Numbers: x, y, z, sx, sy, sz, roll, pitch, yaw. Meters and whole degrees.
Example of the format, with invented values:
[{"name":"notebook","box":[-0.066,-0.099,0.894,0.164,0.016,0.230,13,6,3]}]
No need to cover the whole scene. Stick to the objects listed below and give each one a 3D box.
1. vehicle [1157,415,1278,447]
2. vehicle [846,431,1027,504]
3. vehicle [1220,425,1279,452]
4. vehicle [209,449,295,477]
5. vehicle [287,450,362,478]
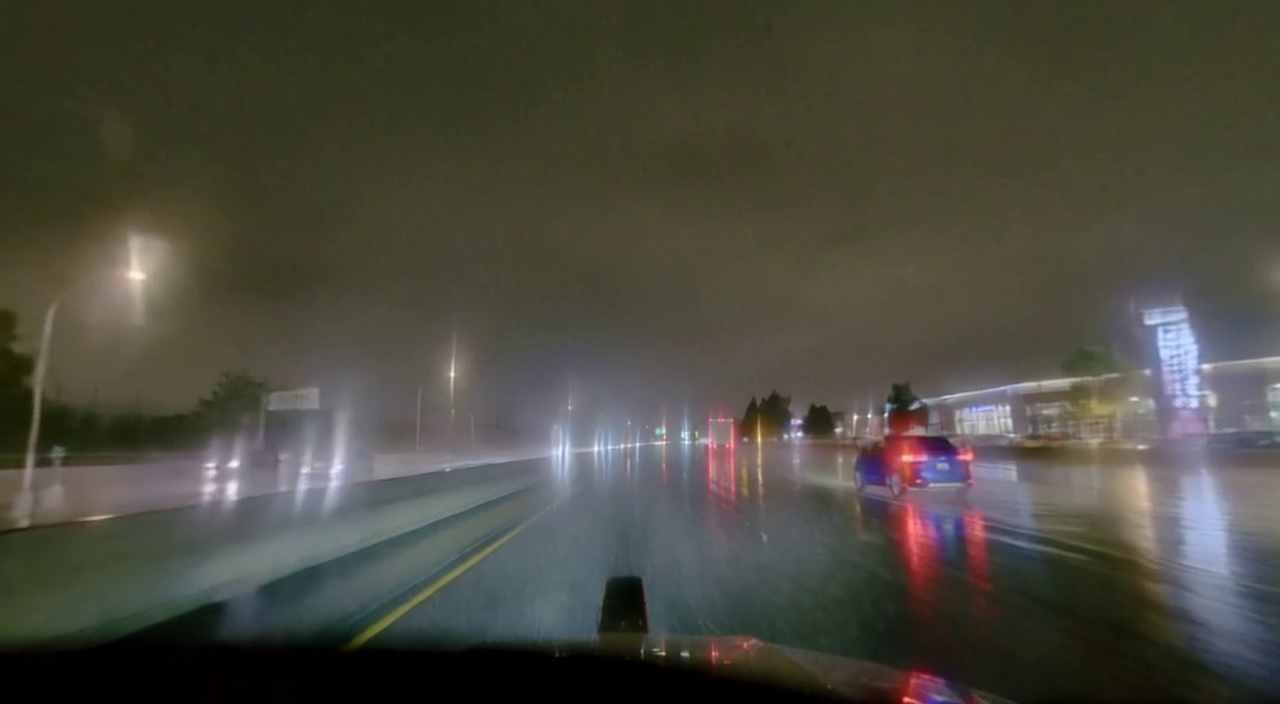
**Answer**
[{"name":"vehicle","box":[35.729,4.919,39.026,4.978,1.798,2.146,-1,-9,14]},{"name":"vehicle","box":[7.119,2.820,15.854,2.079,1.518,5.032,0,-8,-1]},{"name":"vehicle","box":[36.045,4.913,35.551,4.453,1.442,1.894,0,-8,0]},{"name":"vehicle","box":[-27.411,7.810,44.673,2.170,1.812,5.804,0,-8,4]},{"name":"vehicle","box":[-18.215,6.461,36.553,1.896,1.475,4.735,0,-8,0]}]
